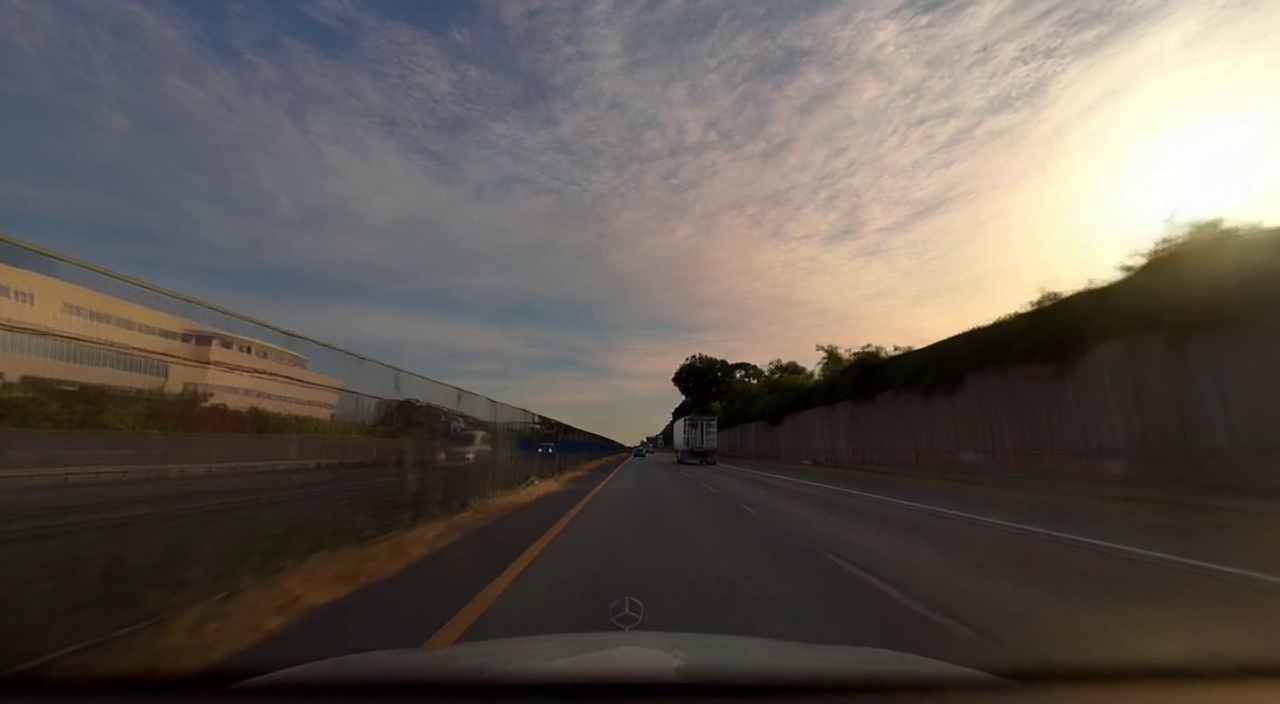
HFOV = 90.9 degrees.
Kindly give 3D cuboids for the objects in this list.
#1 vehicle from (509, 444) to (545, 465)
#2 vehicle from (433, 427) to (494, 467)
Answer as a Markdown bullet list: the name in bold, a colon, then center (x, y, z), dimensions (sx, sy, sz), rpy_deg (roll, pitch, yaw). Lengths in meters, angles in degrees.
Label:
- **vehicle**: center (-8.242, 7.514, 46.414), dimensions (1.864, 1.492, 4.032), rpy_deg (0, -9, 1)
- **vehicle**: center (-12.353, 6.706, 44.603), dimensions (2.397, 2.585, 6.311), rpy_deg (0, -9, 0)
